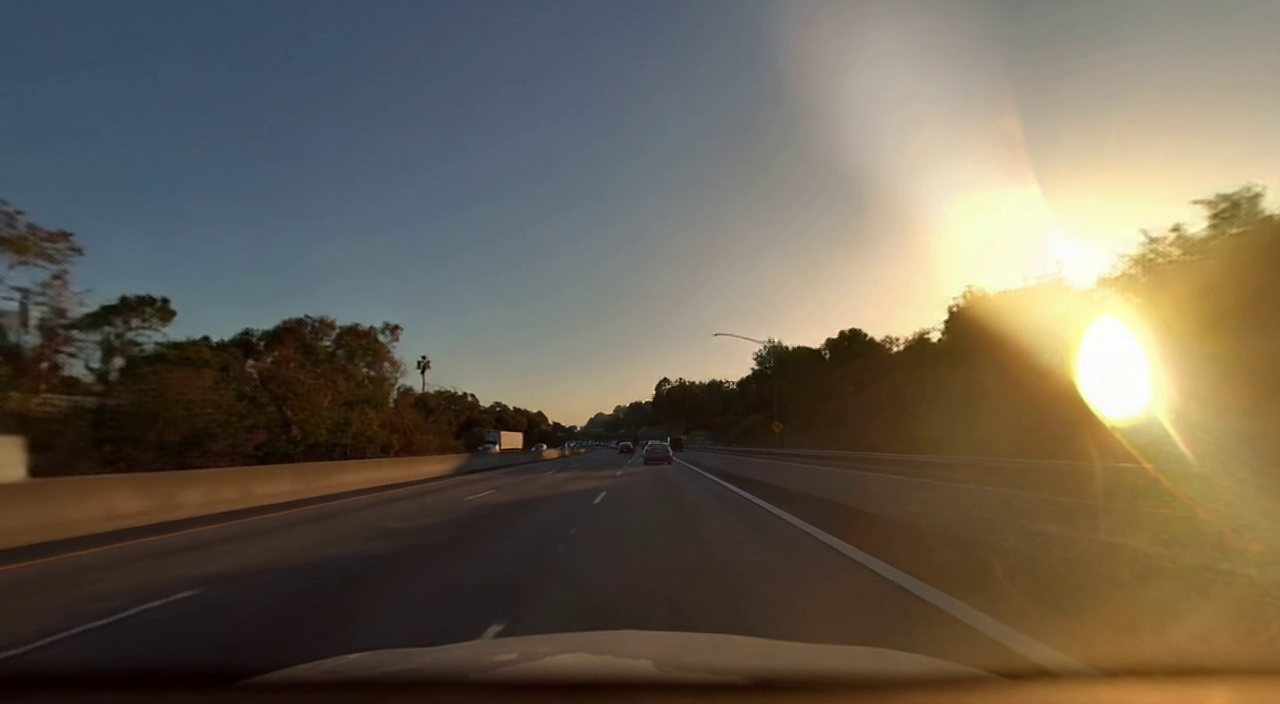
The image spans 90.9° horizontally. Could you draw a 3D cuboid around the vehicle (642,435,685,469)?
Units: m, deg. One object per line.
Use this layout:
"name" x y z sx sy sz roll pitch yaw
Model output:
"vehicle" 1.257 5.579 35.452 2.260 1.766 4.348 0 -8 0
